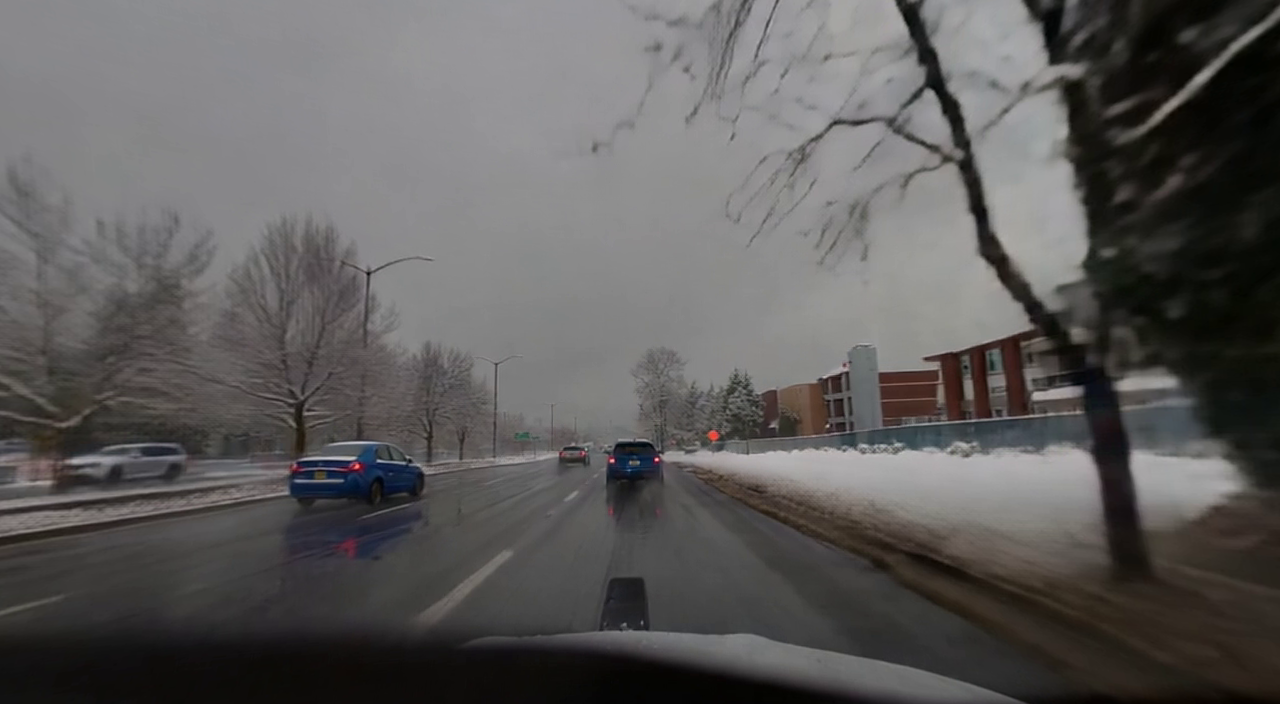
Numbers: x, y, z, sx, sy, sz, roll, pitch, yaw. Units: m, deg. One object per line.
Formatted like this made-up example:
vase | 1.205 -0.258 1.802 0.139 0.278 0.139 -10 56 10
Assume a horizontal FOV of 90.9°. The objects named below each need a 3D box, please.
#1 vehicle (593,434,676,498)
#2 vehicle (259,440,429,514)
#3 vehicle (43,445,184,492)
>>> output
vehicle | -0.196 3.362 18.914 2.227 1.654 4.091 0 -9 -1
vehicle | -6.809 2.896 15.143 1.877 1.479 4.430 0 -9 1
vehicle | -22.720 5.016 27.527 2.017 1.845 4.788 0 -9 -1
